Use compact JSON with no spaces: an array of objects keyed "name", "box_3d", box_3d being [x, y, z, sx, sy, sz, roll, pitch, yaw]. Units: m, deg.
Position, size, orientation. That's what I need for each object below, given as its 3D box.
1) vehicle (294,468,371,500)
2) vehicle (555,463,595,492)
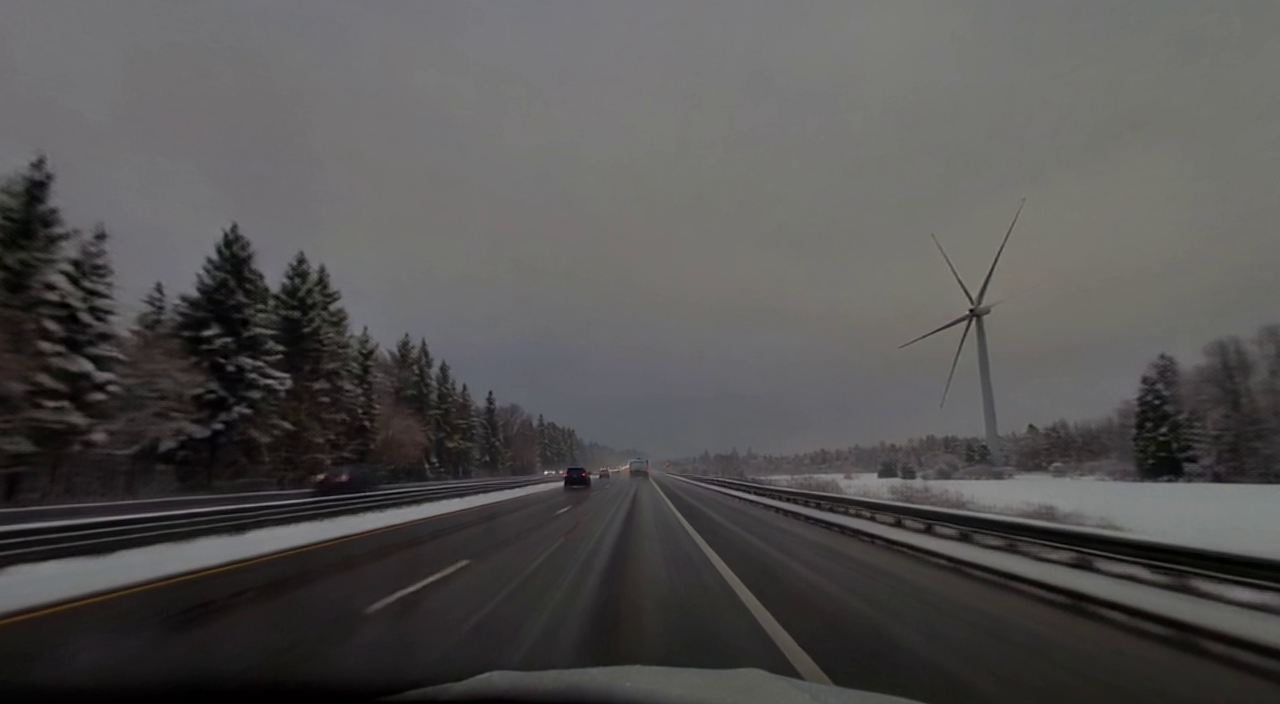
[{"name":"vehicle","box_3d":[-16.552,7.117,34.196,1.910,1.572,4.370,1,-11,0]},{"name":"vehicle","box_3d":[-4.137,8.106,40.883,2.124,1.705,4.440,1,-11,0]}]
